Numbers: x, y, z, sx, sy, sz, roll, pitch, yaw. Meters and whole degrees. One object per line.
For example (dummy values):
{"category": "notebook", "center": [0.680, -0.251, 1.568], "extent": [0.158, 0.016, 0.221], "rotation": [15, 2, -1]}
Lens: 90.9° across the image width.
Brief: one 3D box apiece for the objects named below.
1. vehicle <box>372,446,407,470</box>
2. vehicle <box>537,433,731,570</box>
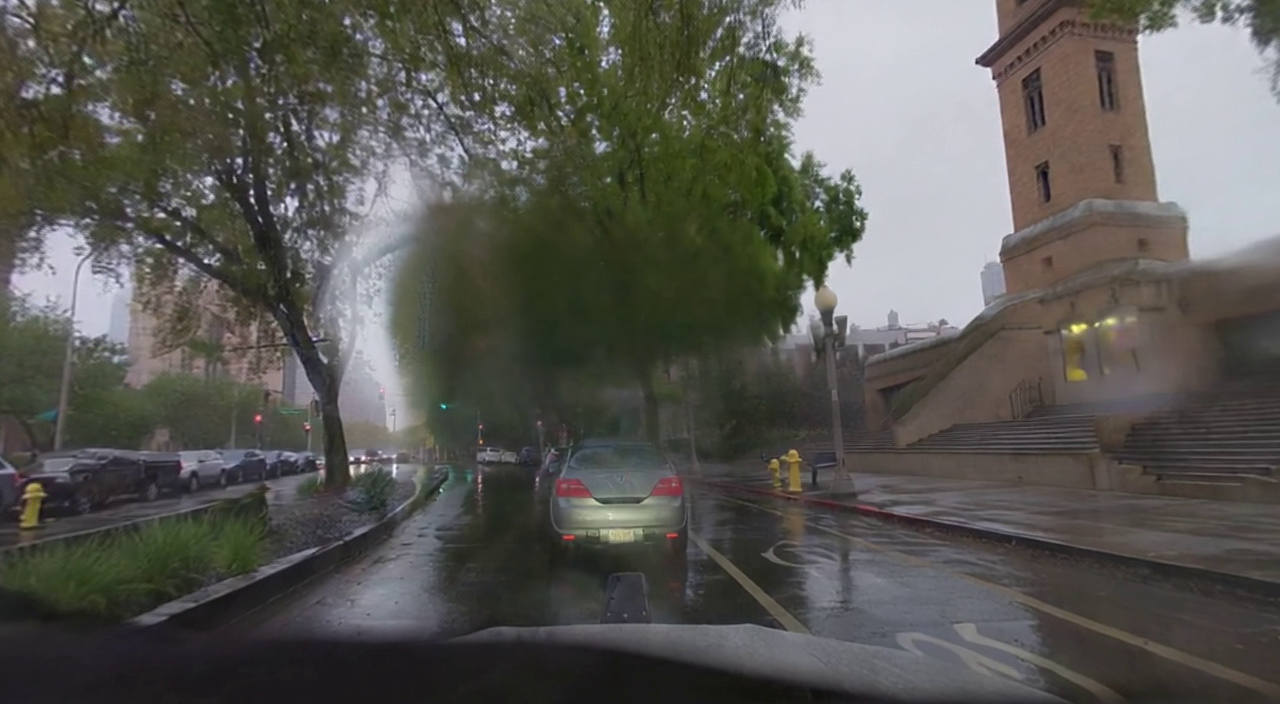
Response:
{"category": "vehicle", "center": [-19.151, 8.100, 48.295], "extent": [2.179, 1.698, 4.549], "rotation": [3, -9, -19]}
{"category": "vehicle", "center": [-0.251, 1.939, 9.017], "extent": [2.142, 1.475, 4.051], "rotation": [1, -8, -6]}
